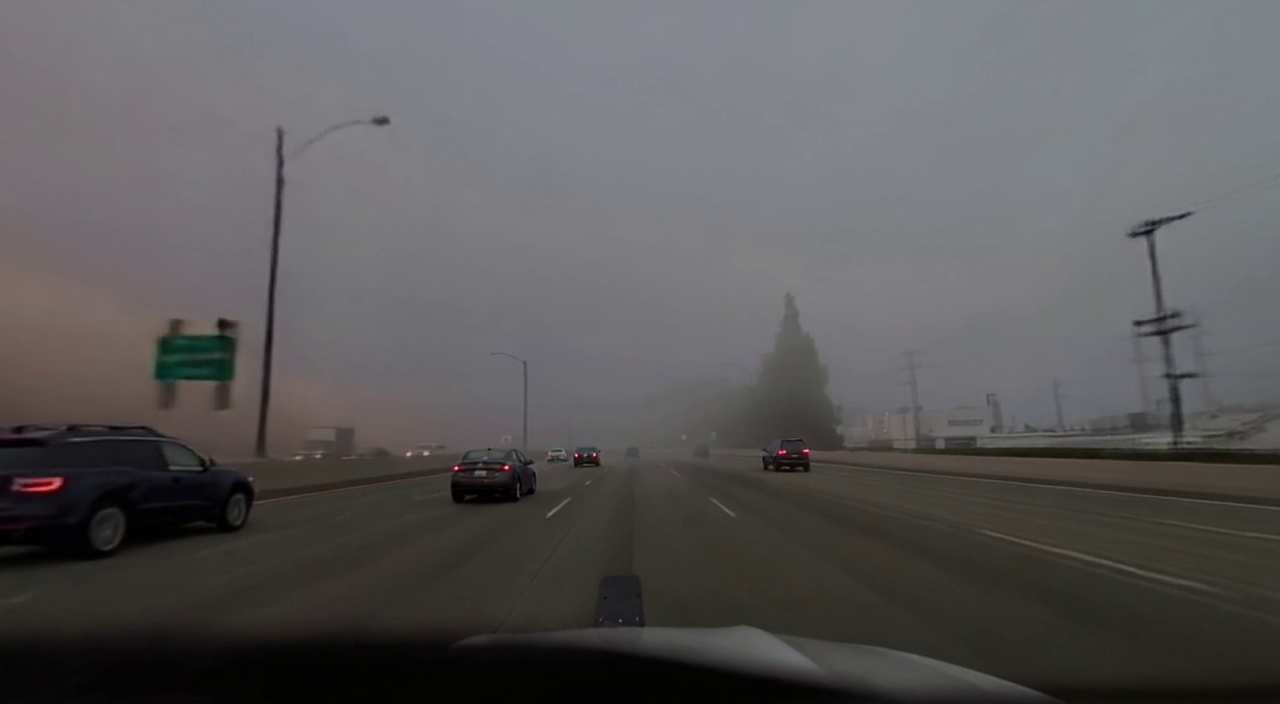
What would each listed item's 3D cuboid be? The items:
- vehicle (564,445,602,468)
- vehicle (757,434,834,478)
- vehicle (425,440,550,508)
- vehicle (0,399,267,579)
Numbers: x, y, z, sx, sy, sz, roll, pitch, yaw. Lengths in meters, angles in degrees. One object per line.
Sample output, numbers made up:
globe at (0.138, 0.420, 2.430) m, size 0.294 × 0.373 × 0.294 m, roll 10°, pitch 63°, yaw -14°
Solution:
vehicle at (-3.701, 6.864, 41.647) m, size 2.078 × 1.464 × 4.093 m, roll 0°, pitch -9°, yaw 0°
vehicle at (6.839, 4.638, 28.330) m, size 2.147 × 1.769 × 4.666 m, roll 0°, pitch -9°, yaw -2°
vehicle at (-3.691, 3.052, 16.283) m, size 2.047 × 1.469 × 4.614 m, roll 0°, pitch -9°, yaw 0°
vehicle at (-7.584, 1.677, 8.281) m, size 2.310 × 1.787 × 4.955 m, roll 0°, pitch -9°, yaw 0°
